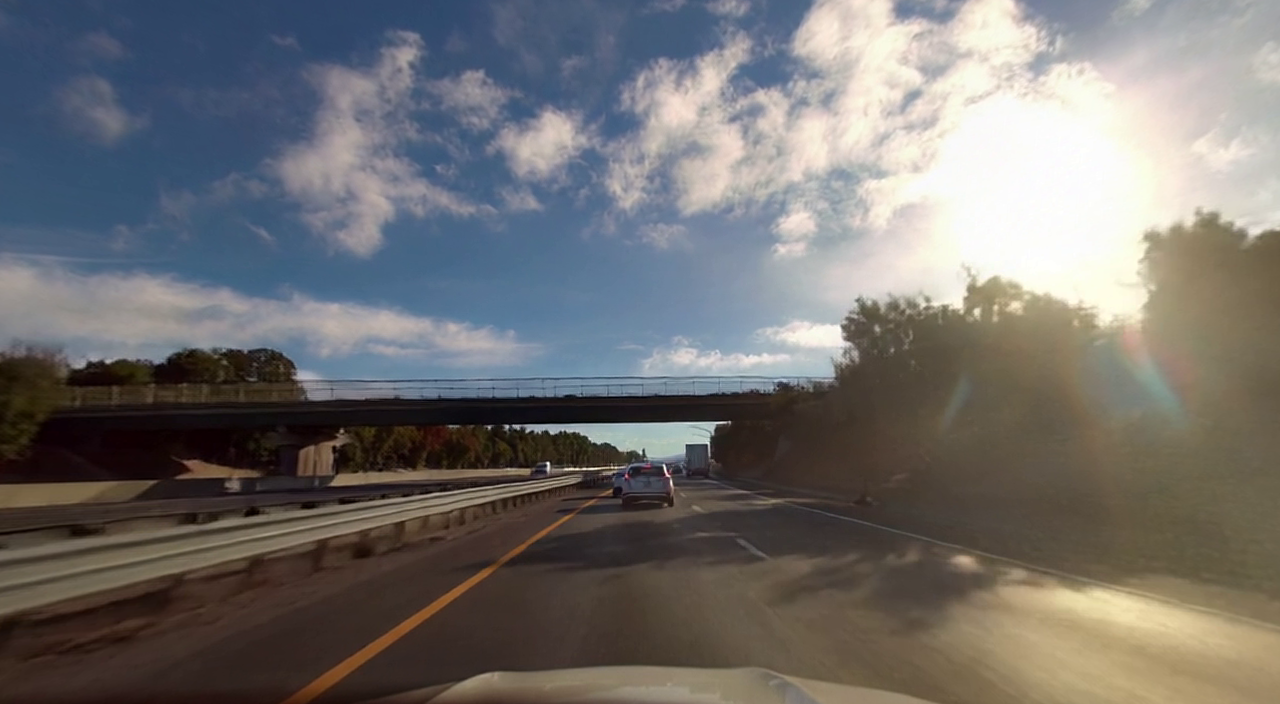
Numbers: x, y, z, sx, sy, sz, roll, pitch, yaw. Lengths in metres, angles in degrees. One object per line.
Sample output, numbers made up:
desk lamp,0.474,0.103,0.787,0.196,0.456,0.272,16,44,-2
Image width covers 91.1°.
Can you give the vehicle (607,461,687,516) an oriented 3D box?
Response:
vehicle,0.199,4.035,18.868,2.156,1.444,3.762,1,-10,0
